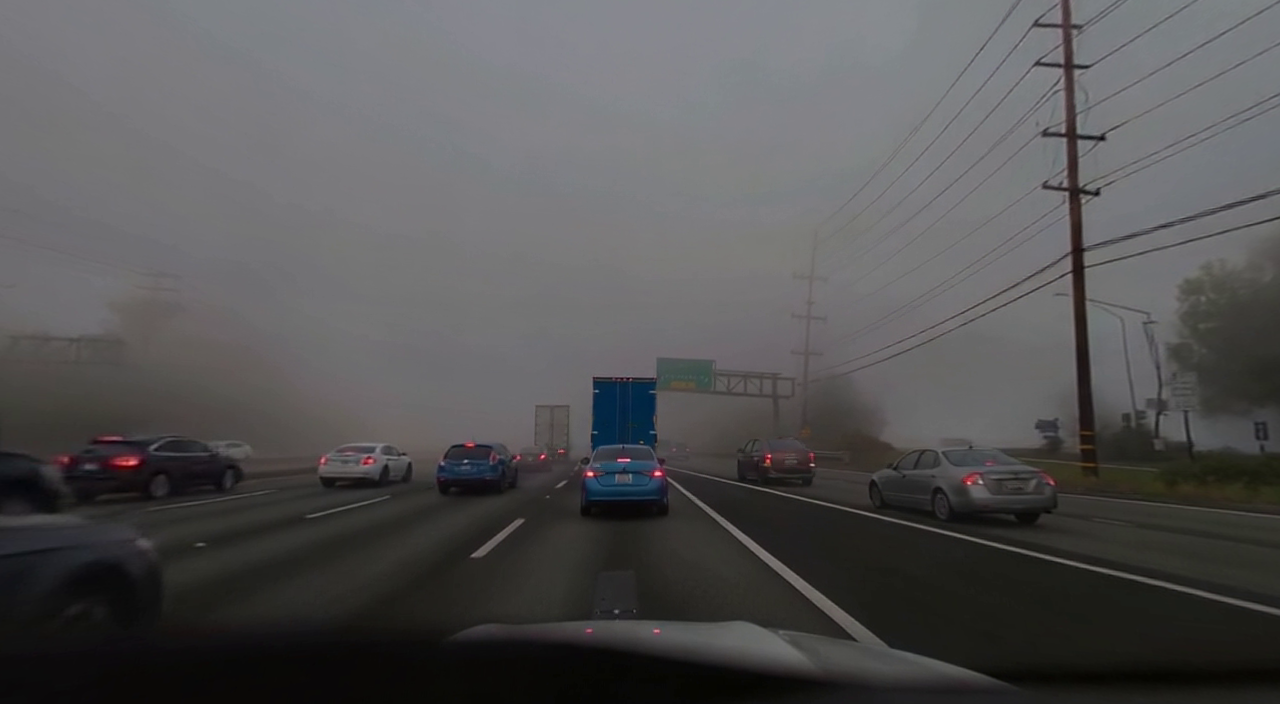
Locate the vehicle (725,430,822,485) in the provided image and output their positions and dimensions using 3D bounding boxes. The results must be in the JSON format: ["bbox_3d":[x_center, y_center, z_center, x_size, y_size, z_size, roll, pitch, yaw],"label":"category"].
[{"bbox_3d":[4.354,3.524,21.313,2.023,1.676,4.002,1,-9,-5],"label":"vehicle"}]

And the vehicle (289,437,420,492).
[{"bbox_3d":[-8.575,3.415,19.568,1.988,1.472,4.852,0,-9,-3],"label":"vehicle"}]

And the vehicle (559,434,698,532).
[{"bbox_3d":[-0.288,2.304,11.671,2.112,1.463,4.012,0,-9,-3],"label":"vehicle"}]

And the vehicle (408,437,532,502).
[{"bbox_3d":[-4.279,3.049,16.878,1.960,1.450,5.246,0,-9,-1],"label":"vehicle"}]

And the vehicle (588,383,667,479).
[{"bbox_3d":[-0.672,3.531,27.413,2.909,3.518,8.262,0,-9,-3],"label":"vehicle"}]

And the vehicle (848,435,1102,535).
[{"bbox_3d":[5.506,2.216,11.160,1.878,1.406,4.164,1,-9,-6],"label":"vehicle"}]

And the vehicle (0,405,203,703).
[{"bbox_3d":[-3.716,0.758,1.251,2.235,1.472,4.860,0,-9,0],"label":"vehicle"}]
